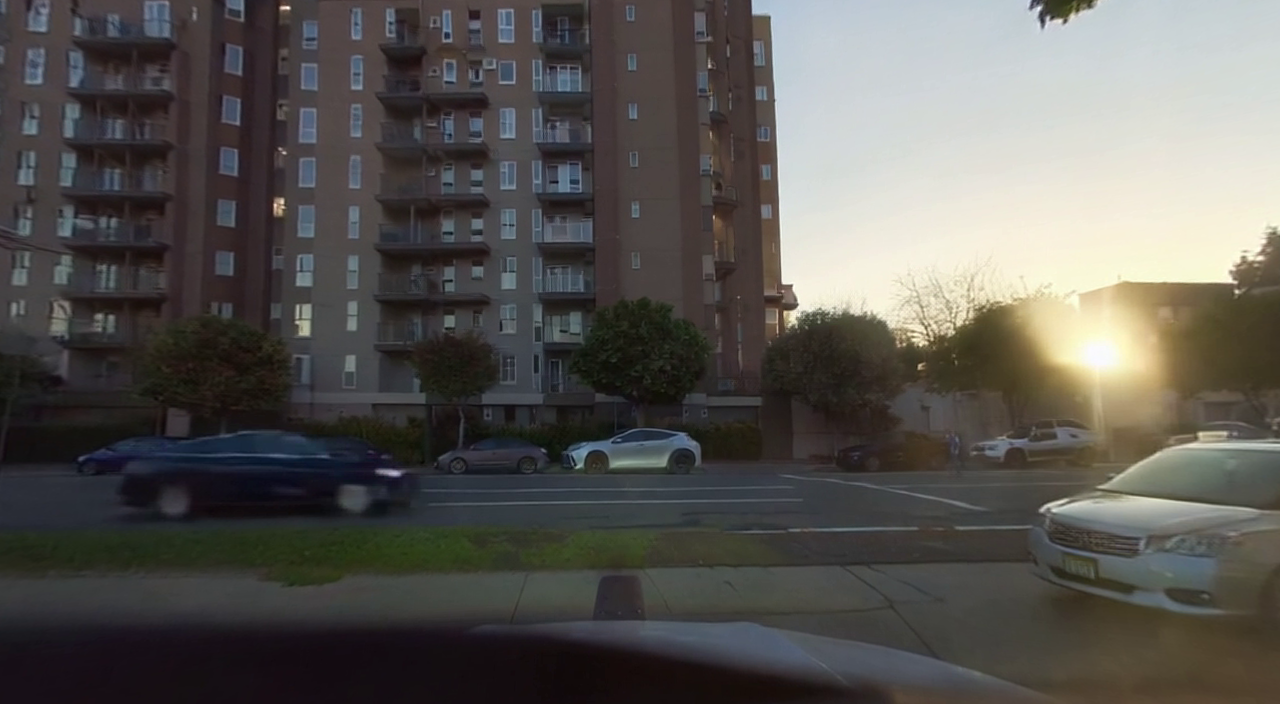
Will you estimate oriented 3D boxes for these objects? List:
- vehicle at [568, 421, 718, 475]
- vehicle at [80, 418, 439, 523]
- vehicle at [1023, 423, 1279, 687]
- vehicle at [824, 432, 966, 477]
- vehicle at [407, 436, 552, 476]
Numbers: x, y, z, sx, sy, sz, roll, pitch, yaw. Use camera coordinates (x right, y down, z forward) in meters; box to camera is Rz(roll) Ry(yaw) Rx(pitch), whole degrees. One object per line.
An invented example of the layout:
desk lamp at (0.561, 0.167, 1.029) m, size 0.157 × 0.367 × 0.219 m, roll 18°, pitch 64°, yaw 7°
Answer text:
vehicle at (0.056, 3.579, 23.423) m, size 5.299 × 1.860 × 2.098 m, roll 1°, pitch -9°, yaw -5°
vehicle at (-5.973, 1.909, 10.467) m, size 4.609 × 1.508 × 2.039 m, roll 0°, pitch -8°, yaw -1°
vehicle at (5.909, 1.324, 4.794) m, size 4.714 × 1.471 × 1.978 m, roll -1°, pitch -4°, yaw 1°
vehicle at (9.448, 3.798, 23.630) m, size 4.521 × 1.411 × 1.726 m, roll -2°, pitch -7°, yaw -4°
vehicle at (-5.769, 3.836, 23.225) m, size 4.851 × 1.339 × 1.785 m, roll 0°, pitch -10°, yaw -2°
